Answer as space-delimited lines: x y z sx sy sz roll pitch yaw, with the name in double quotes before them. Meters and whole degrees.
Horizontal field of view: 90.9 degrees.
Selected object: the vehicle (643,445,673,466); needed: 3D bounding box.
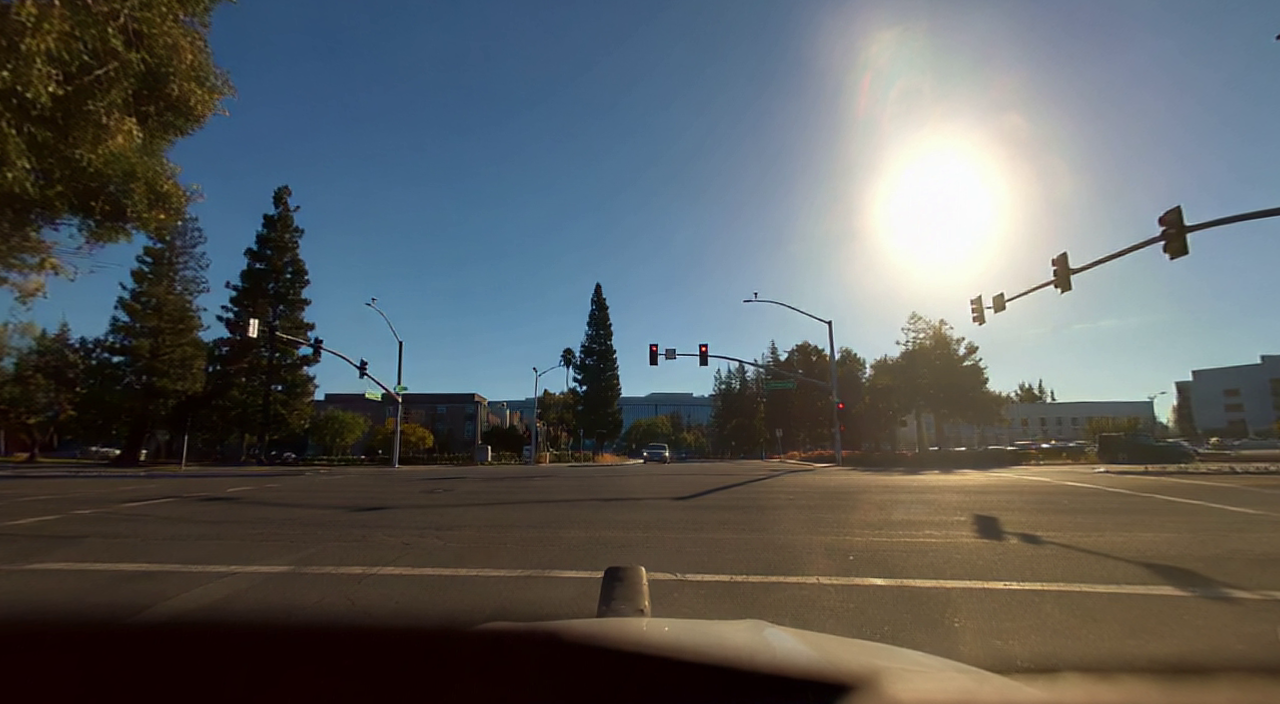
"vehicle" 1.282 7.615 46.462 2.132 1.449 4.235 0 -9 0
